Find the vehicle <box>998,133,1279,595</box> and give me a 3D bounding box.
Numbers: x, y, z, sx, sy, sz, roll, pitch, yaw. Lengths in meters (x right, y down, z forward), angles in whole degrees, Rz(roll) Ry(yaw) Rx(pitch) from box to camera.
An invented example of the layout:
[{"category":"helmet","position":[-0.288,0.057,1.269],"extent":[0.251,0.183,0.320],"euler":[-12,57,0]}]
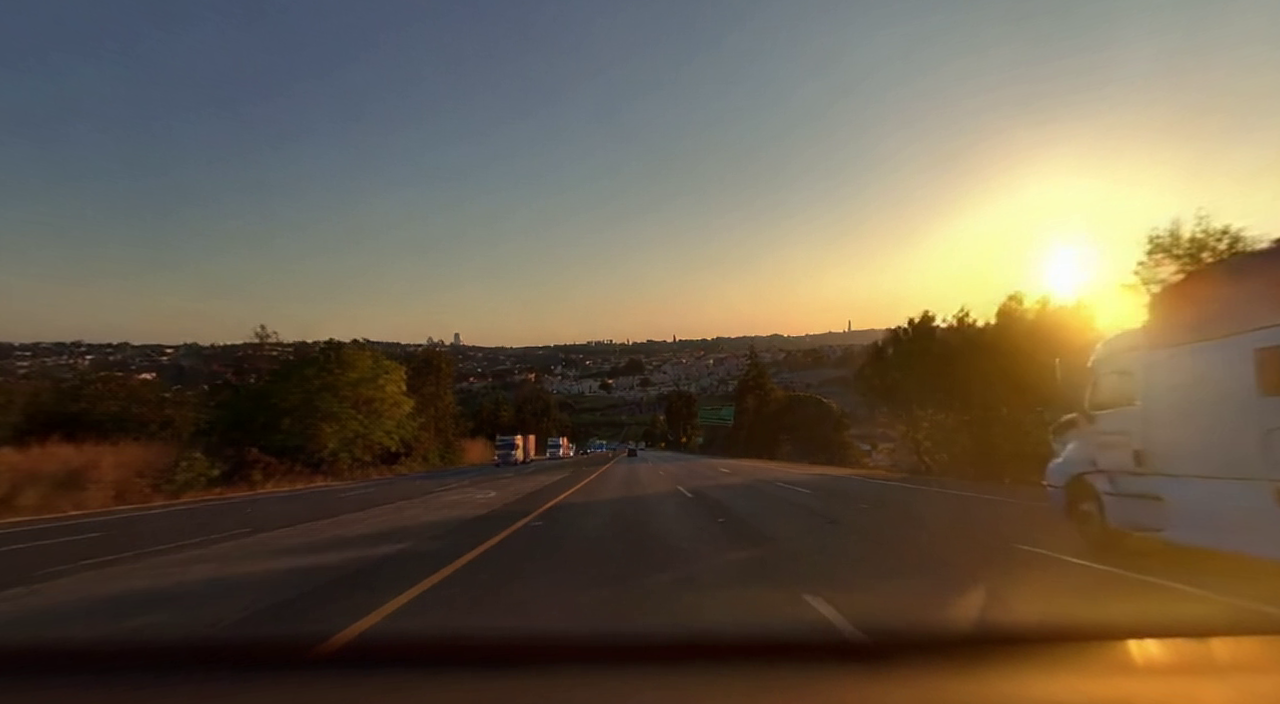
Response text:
[{"category":"vehicle","position":[7.048,0.261,6.500],"extent":[3.026,3.953,5.811],"euler":[0,-9,-1]}]
